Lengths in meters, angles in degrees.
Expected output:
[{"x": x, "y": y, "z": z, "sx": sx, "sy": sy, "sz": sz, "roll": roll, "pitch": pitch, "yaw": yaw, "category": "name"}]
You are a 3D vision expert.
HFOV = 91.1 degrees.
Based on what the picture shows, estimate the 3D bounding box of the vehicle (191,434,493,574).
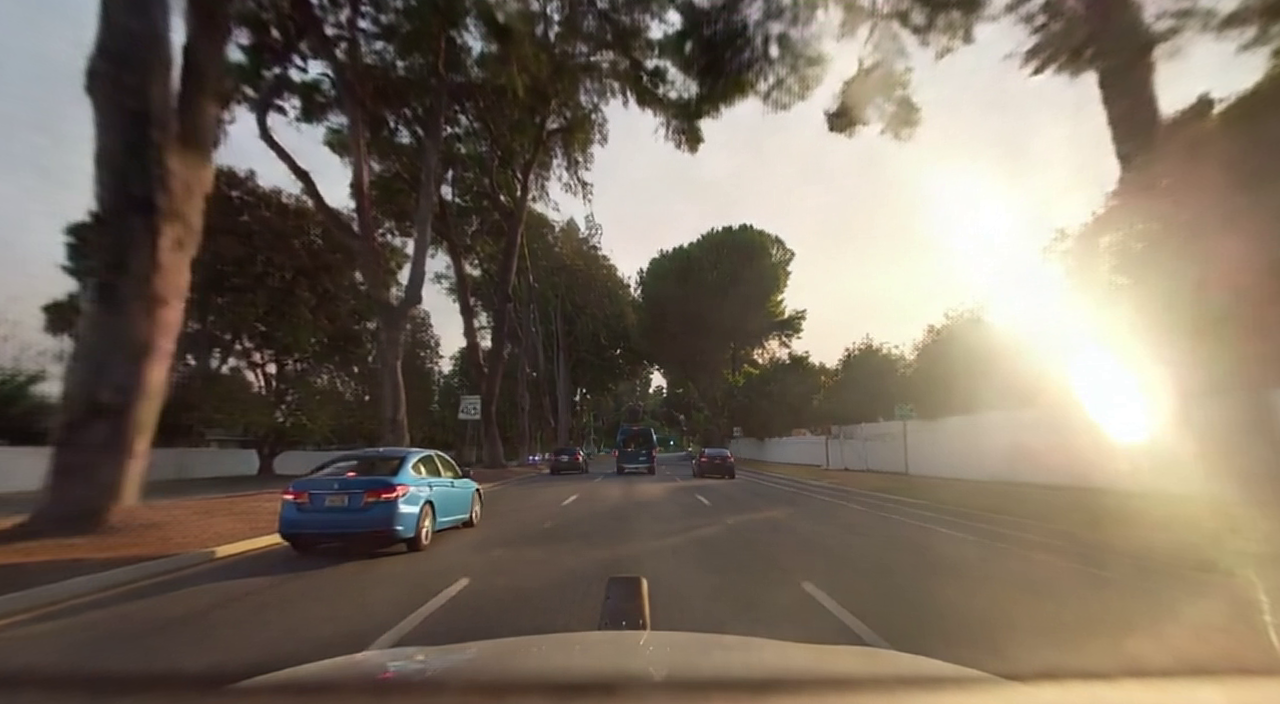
[{"x": -3.729, "y": 1.983, "z": 9.064, "sx": 2.036, "sy": 1.474, "sz": 4.647, "roll": 0, "pitch": -9, "yaw": 1, "category": "vehicle"}]

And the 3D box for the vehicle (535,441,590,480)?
[{"x": -3.628, "y": 5.149, "z": 30.031, "sx": 2.021, "sy": 1.715, "sz": 4.329, "roll": 0, "pitch": -9, "yaw": 1, "category": "vehicle"}]

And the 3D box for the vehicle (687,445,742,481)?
[{"x": 3.300, "y": 5.017, "z": 28.633, "sx": 1.945, "sy": 1.469, "sz": 4.258, "roll": 0, "pitch": -9, "yaw": -1, "category": "vehicle"}]

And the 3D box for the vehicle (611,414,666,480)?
[{"x": -0.148, "y": 4.436, "z": 29.357, "sx": 2.311, "sy": 2.726, "sz": 5.814, "roll": 0, "pitch": -9, "yaw": -2, "category": "vehicle"}]
